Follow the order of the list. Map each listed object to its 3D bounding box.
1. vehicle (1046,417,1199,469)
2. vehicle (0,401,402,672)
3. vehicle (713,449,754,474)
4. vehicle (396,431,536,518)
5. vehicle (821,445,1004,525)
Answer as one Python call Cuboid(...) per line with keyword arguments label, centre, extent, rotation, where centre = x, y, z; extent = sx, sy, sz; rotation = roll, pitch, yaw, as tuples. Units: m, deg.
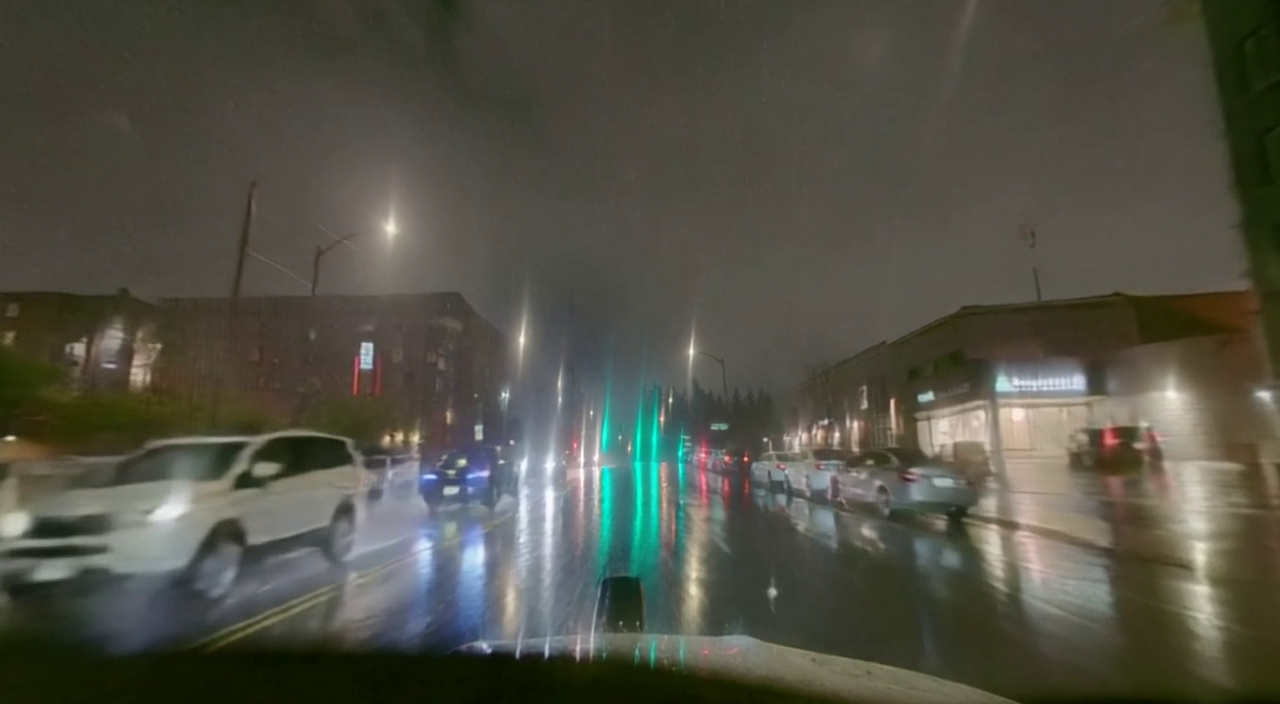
Cuboid(label="vehicle", centre=(17.236, 3.290, 22.929), extent=(1.908, 1.680, 4.434), rotation=(0, -8, -2))
Cuboid(label="vehicle", centre=(-4.331, 1.463, 6.182), extent=(2.145, 1.653, 4.421), rotation=(-1, -8, 2))
Cuboid(label="vehicle", centre=(5.986, 7.035, 40.886), extent=(1.837, 1.482, 4.706), rotation=(0, -8, -1))
Cuboid(label="vehicle", centre=(-3.795, 2.745, 14.681), extent=(1.914, 1.682, 4.263), rotation=(-1, -8, 2))
Cuboid(label="vehicle", centre=(5.970, 2.918, 14.566), extent=(2.054, 1.525, 4.258), rotation=(0, -8, -4))
